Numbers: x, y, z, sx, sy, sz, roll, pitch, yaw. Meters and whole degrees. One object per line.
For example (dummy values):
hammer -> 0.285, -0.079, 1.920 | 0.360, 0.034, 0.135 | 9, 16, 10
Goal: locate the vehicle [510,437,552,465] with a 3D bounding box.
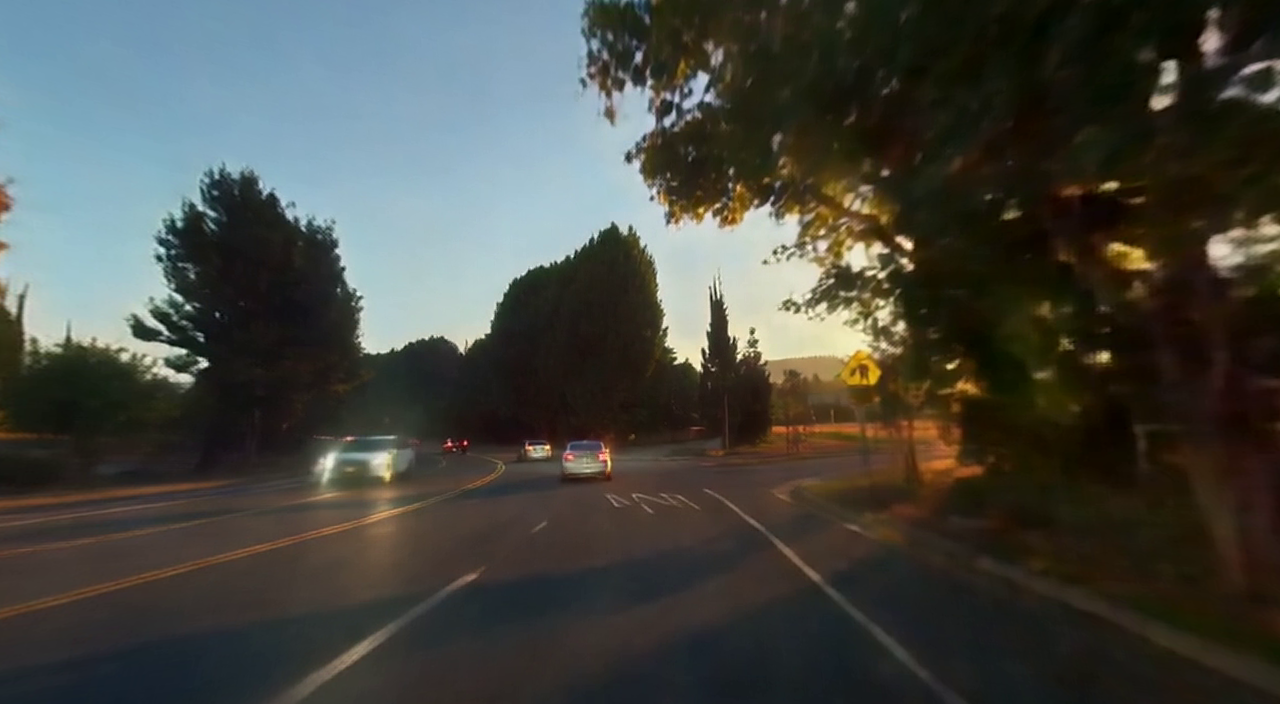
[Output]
vehicle -> -6.502, 5.841, 37.307 | 2.080, 1.530, 3.719 | 2, -9, -14

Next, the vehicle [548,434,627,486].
vehicle -> -1.844, 3.518, 20.734 | 2.296, 1.510, 4.068 | 1, -9, -9
